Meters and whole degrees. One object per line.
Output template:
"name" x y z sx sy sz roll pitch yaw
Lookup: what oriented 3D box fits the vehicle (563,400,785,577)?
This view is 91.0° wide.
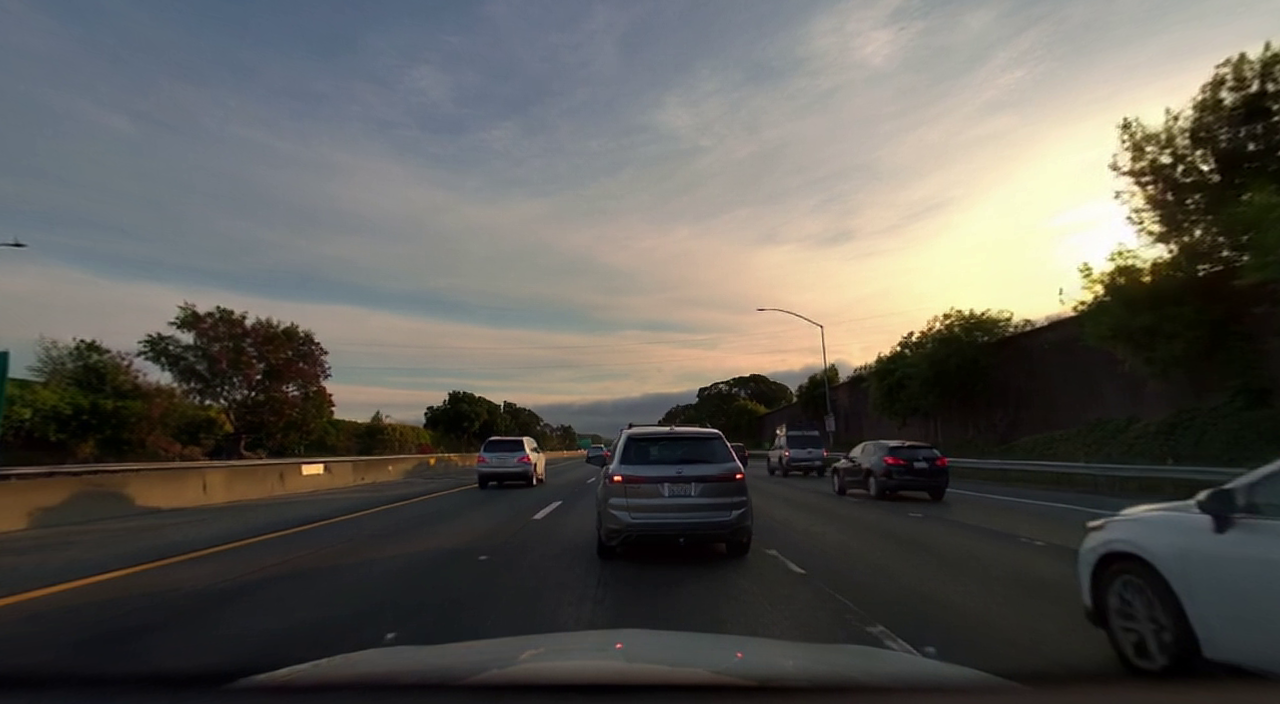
"vehicle" 0.213 1.677 8.374 2.230 1.740 3.976 1 -9 -4

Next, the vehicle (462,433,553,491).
"vehicle" -4.394 3.756 21.727 2.047 1.755 4.638 0 -9 1

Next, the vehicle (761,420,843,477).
"vehicle" 7.697 4.710 30.709 2.390 2.503 5.788 0 -9 0

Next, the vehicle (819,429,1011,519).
"vehicle" 5.765 2.620 13.989 1.972 1.647 4.429 1 -9 -5

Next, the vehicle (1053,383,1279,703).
"vehicle" 3.278 0.705 1.064 2.028 1.534 4.691 0 -9 1
